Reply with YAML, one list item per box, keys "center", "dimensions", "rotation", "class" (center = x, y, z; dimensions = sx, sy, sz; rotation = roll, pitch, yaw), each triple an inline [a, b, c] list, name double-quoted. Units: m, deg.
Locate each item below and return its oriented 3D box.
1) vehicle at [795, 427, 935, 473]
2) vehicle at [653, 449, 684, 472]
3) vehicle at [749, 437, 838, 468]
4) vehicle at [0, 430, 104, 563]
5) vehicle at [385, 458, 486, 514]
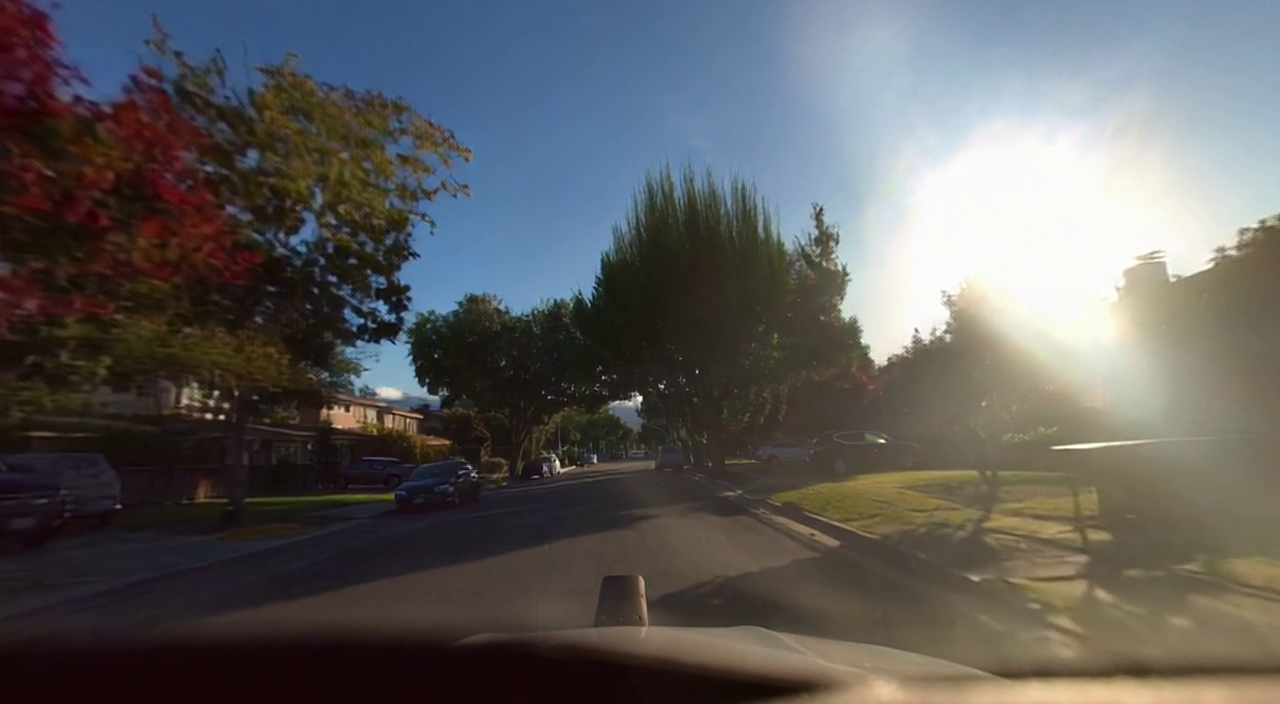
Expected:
- center: [8.556, 3.758, 24.309]
  dimensions: [4.599, 1.652, 1.903]
  rotation: [0, -9, -3]
  class: "vehicle"
- center: [1.886, 7.395, 43.277]
  dimensions: [2.022, 1.483, 4.565]
  rotation: [-1, -9, 1]
  class: "vehicle"
- center: [8.422, 5.557, 34.988]
  dimensions: [4.331, 1.570, 2.009]
  rotation: [0, -9, -2]
  class: "vehicle"
- center: [-12.281, 2.373, 10.496]
  dimensions: [4.753, 2.028, 2.079]
  rotation: [-1, -9, 0]
  class: "vehicle"
- center: [-6.170, 4.060, 19.512]
  dimensions: [1.878, 1.496, 3.535]
  rotation: [-1, -9, 0]
  class: "vehicle"
